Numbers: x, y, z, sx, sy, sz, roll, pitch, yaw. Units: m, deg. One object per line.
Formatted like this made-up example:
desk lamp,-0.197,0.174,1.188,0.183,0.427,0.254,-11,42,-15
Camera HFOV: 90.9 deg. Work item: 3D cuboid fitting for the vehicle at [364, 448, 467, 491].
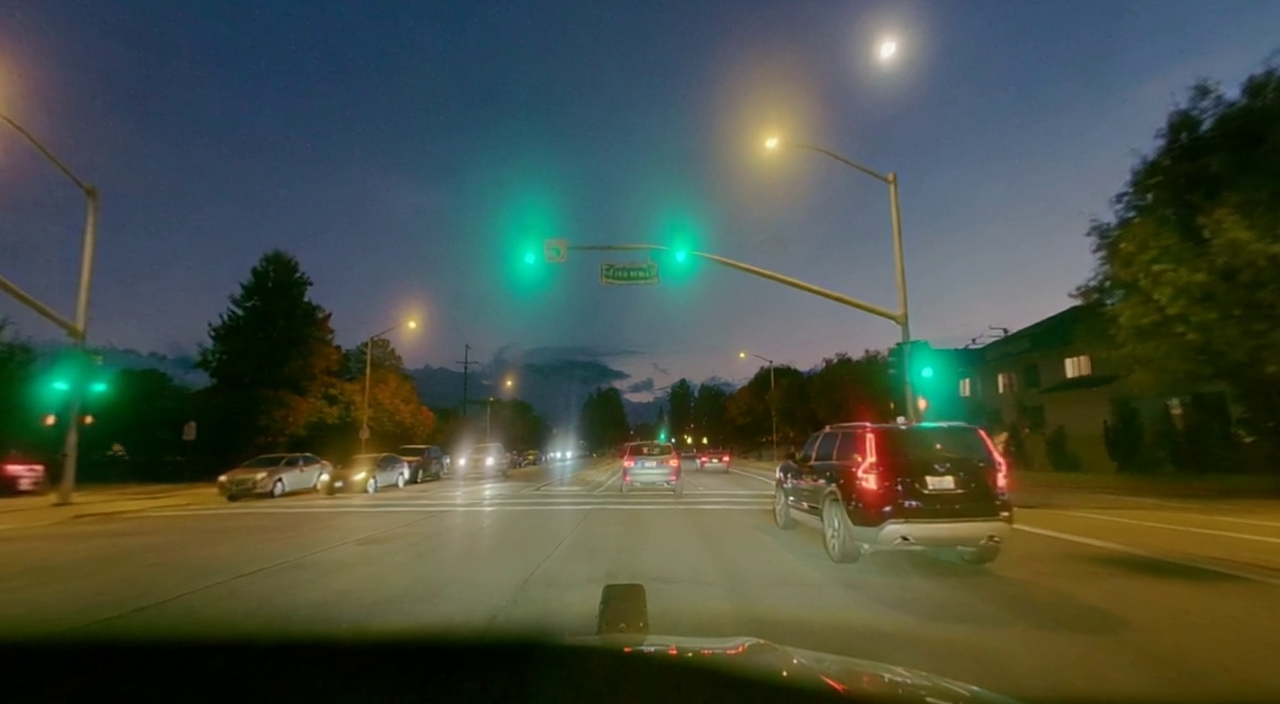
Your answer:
vehicle,-8.237,4.339,23.710,2.083,1.420,4.702,0,-8,1

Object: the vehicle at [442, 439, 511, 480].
vehicle,-8.352,5.493,32.664,2.182,1.939,4.889,0,-8,1

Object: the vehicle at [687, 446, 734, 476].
vehicle,3.844,6.043,35.277,2.096,1.489,4.757,0,-8,0

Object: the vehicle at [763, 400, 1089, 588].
vehicle,3.201,1.692,8.347,2.166,1.799,4.372,0,-8,-1

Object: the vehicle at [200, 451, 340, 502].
vehicle,-12.208,4.096,21.233,1.959,1.450,4.487,0,-8,0

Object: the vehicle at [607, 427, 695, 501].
vehicle,0.294,3.134,18.074,2.185,1.822,4.391,0,-8,1
